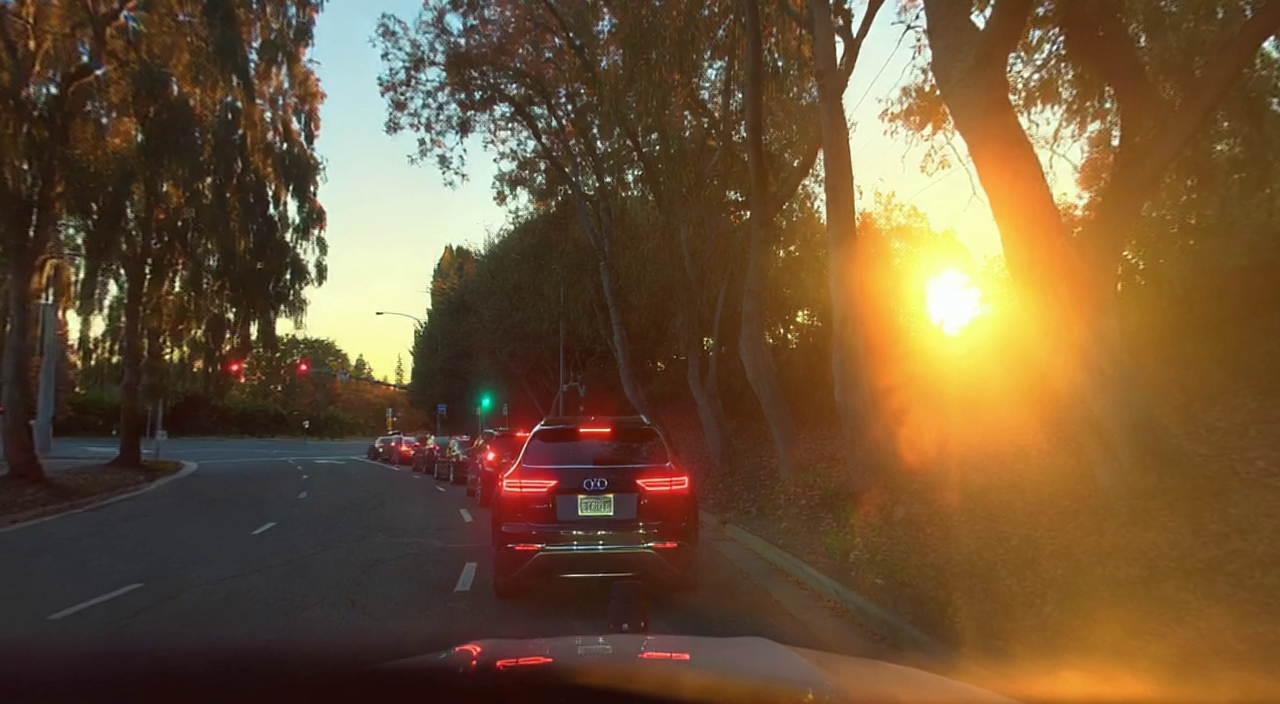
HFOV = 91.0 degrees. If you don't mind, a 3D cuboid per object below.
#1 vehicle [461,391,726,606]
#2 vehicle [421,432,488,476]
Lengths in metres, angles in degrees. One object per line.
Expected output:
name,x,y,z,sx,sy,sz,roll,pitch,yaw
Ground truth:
vehicle,-0.683,1.459,7.197,2.134,1.671,4.147,1,-8,-10
vehicle,-7.295,3.924,24.490,1.902,1.536,3.662,4,-9,-25
